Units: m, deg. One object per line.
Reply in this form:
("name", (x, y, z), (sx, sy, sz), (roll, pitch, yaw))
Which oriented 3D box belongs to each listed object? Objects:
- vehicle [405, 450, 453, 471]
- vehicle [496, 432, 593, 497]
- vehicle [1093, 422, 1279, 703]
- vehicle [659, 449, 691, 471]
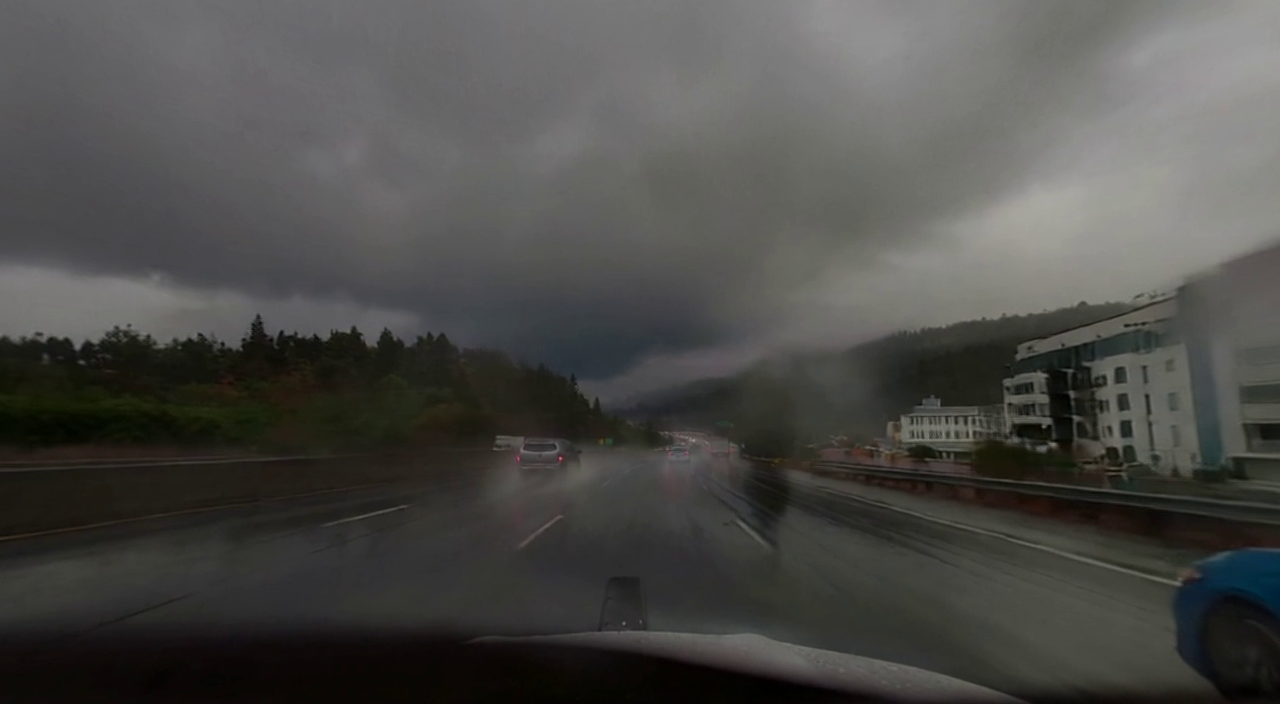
("vehicle", (-15.056, 7.754, 45.213), (1.843, 1.446, 3.893), (-1, -9, 5))
("vehicle", (-2.903, 3.567, 20.429), (2.185, 1.823, 4.854), (0, -9, 2))
("vehicle", (3.940, 0.903, 1.701), (2.131, 1.497, 4.456), (0, -9, 0))
("vehicle", (2.459, 7.447, 43.705), (2.158, 1.458, 3.656), (-1, -9, 5))
